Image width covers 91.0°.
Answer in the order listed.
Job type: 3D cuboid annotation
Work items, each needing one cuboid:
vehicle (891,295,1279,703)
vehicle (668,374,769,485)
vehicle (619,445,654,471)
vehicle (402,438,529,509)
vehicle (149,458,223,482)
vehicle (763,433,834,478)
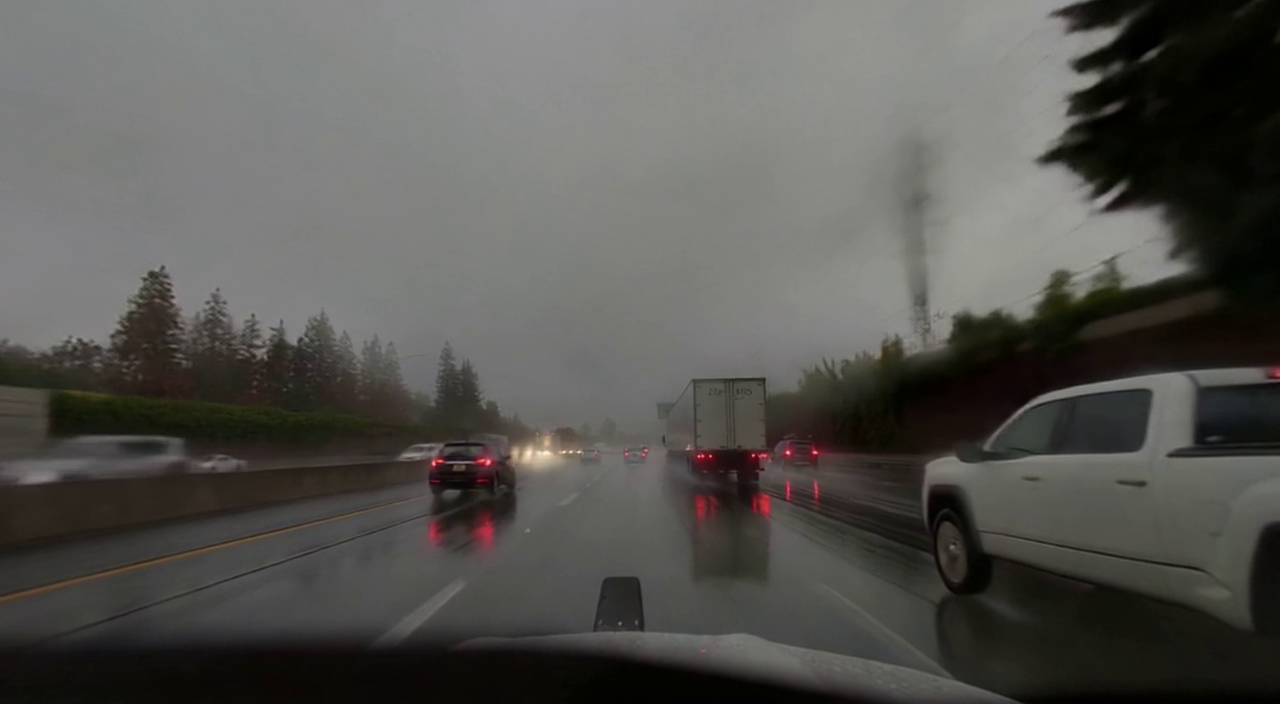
[{"bbox_3d":[3.415,0.873,3.255,2.132,1.869,4.978,0,-8,0],"label":"vehicle"},{"bbox_3d":[3.302,4.066,31.679,2.907,4.109,16.177,0,-8,0],"label":"vehicle"},{"bbox_3d":[-0.154,6.418,38.432,2.047,1.485,3.938,0,-8,1],"label":"vehicle"},{"bbox_3d":[-4.137,2.927,15.623,1.968,1.507,3.829,0,-8,1],"label":"vehicle"},{"bbox_3d":[-30.805,7.983,42.883,1.956,1.447,4.610,1,-8,-5],"label":"vehicle"},{"bbox_3d":[7.360,4.846,29.790,2.079,1.938,4.630,0,-8,-1],"label":"vehicle"}]
